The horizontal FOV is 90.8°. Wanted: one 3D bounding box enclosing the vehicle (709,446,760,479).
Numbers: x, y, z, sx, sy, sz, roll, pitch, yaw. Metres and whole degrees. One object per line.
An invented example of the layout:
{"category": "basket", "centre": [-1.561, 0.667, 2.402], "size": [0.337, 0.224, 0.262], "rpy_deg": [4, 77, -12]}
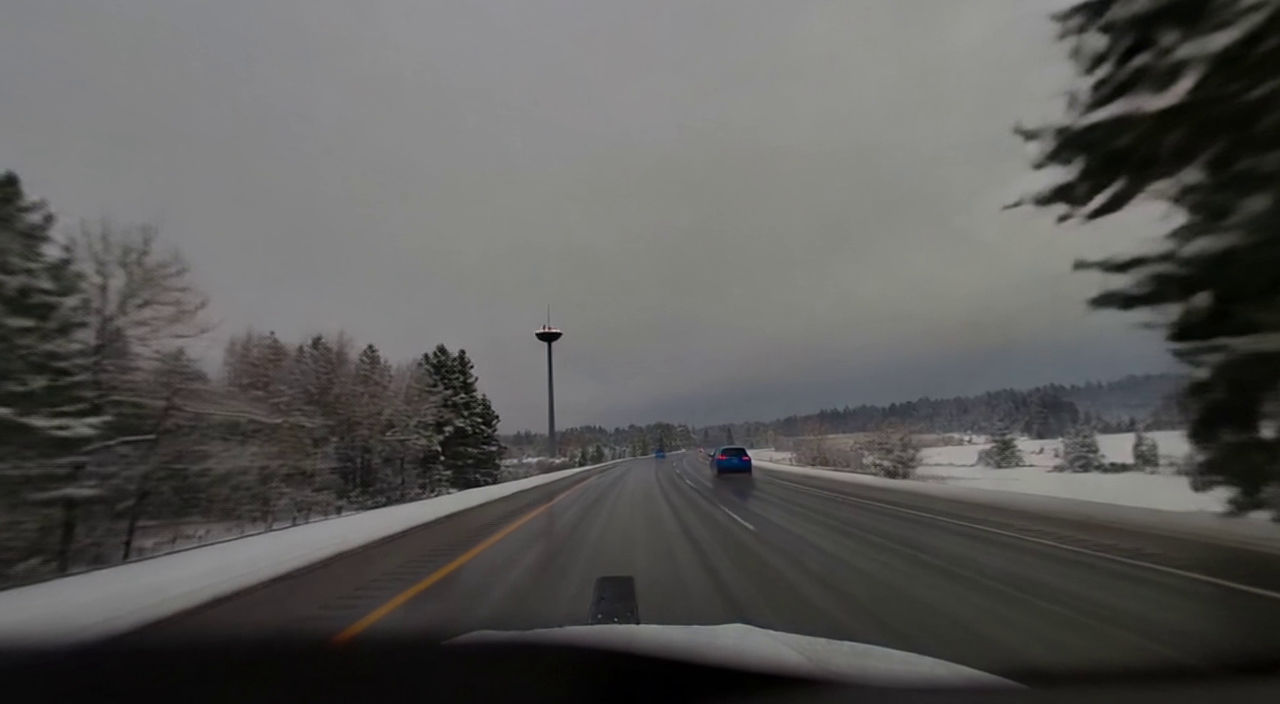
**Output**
{"category": "vehicle", "centre": [4.731, 5.583, 32.186], "size": [2.030, 1.526, 4.165], "rpy_deg": [0, -9, 1]}
